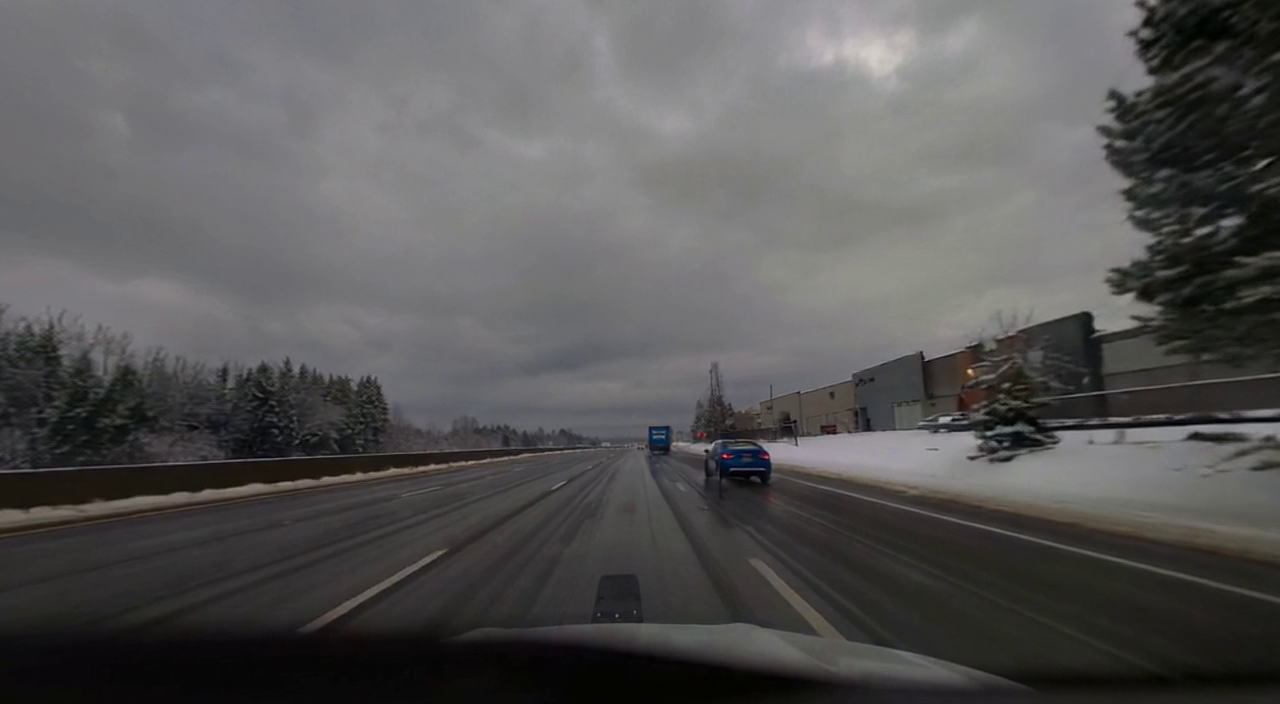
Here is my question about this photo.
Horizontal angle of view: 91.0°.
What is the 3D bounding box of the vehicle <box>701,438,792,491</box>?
[{"bbox_3d":[3.165,3.430,19.620,2.048,1.482,3.956,0,-8,-1],"label":"vehicle"}]
